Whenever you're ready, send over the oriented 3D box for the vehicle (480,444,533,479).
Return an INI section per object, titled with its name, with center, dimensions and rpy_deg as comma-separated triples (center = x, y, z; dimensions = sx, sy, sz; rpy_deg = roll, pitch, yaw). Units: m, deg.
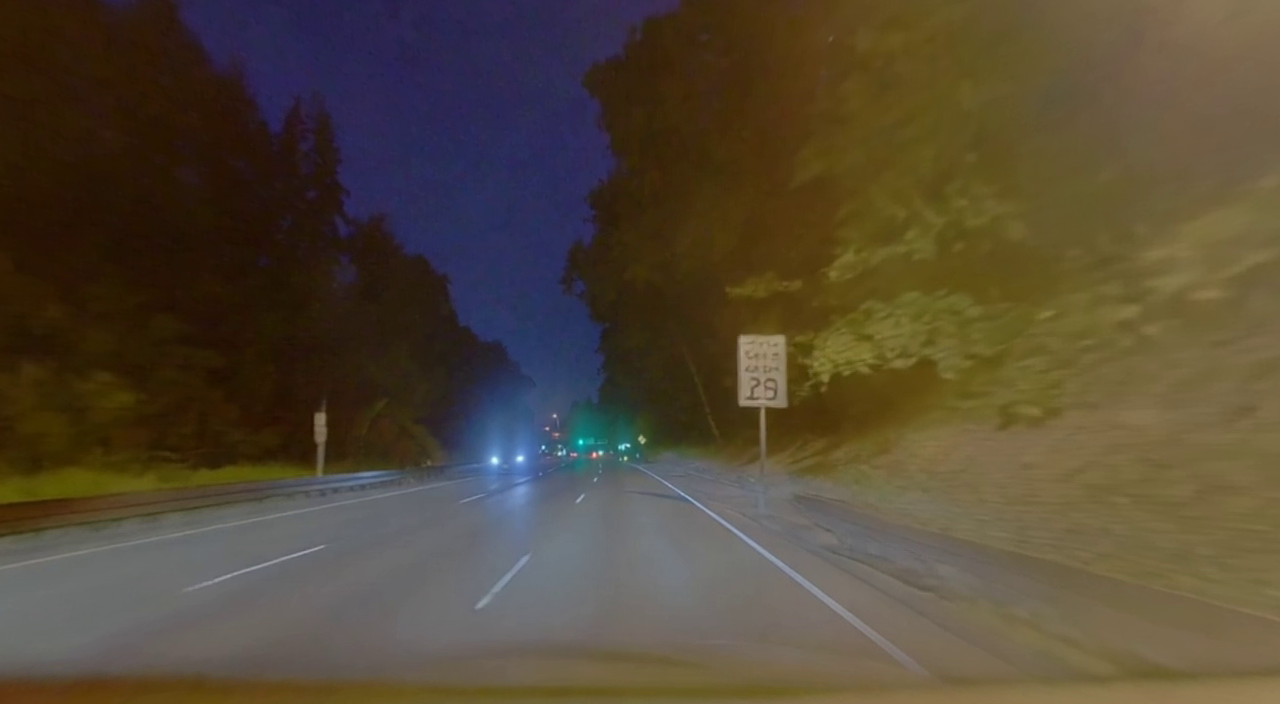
[vehicle]
center = -6.989, 5.767, 33.243
dimensions = 2.017, 1.725, 4.115
rpy_deg = 0, -9, -2
